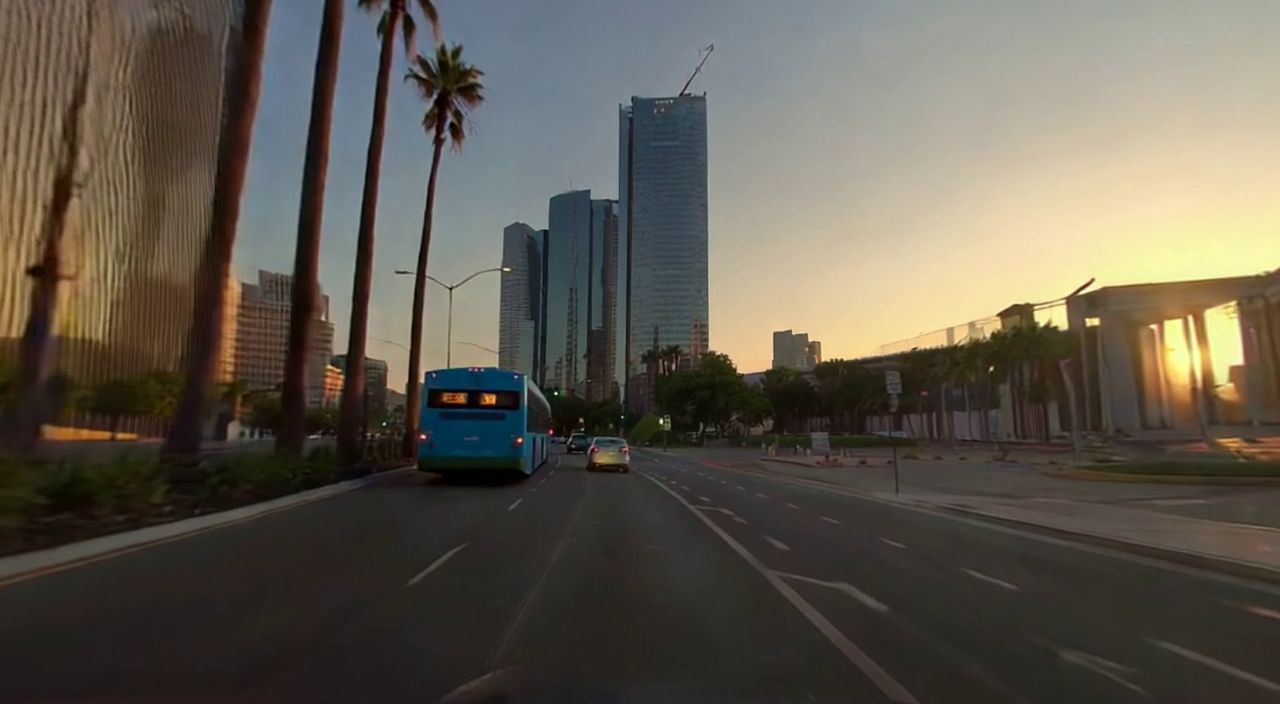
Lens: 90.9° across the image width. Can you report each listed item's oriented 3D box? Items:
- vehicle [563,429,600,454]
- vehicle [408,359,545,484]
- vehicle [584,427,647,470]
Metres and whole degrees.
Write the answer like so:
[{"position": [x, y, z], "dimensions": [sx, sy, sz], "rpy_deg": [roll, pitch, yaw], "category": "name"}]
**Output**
[{"position": [-3.831, 5.818, 40.975], "dimensions": [1.993, 1.452, 3.873], "rpy_deg": [3, -8, -10], "category": "vehicle"}, {"position": [-4.676, 2.287, 19.935], "dimensions": [2.678, 3.042, 8.474], "rpy_deg": [2, -8, -5], "category": "vehicle"}, {"position": [-1.076, 3.788, 24.992], "dimensions": [2.107, 1.481, 4.097], "rpy_deg": [3, -8, -7], "category": "vehicle"}]
